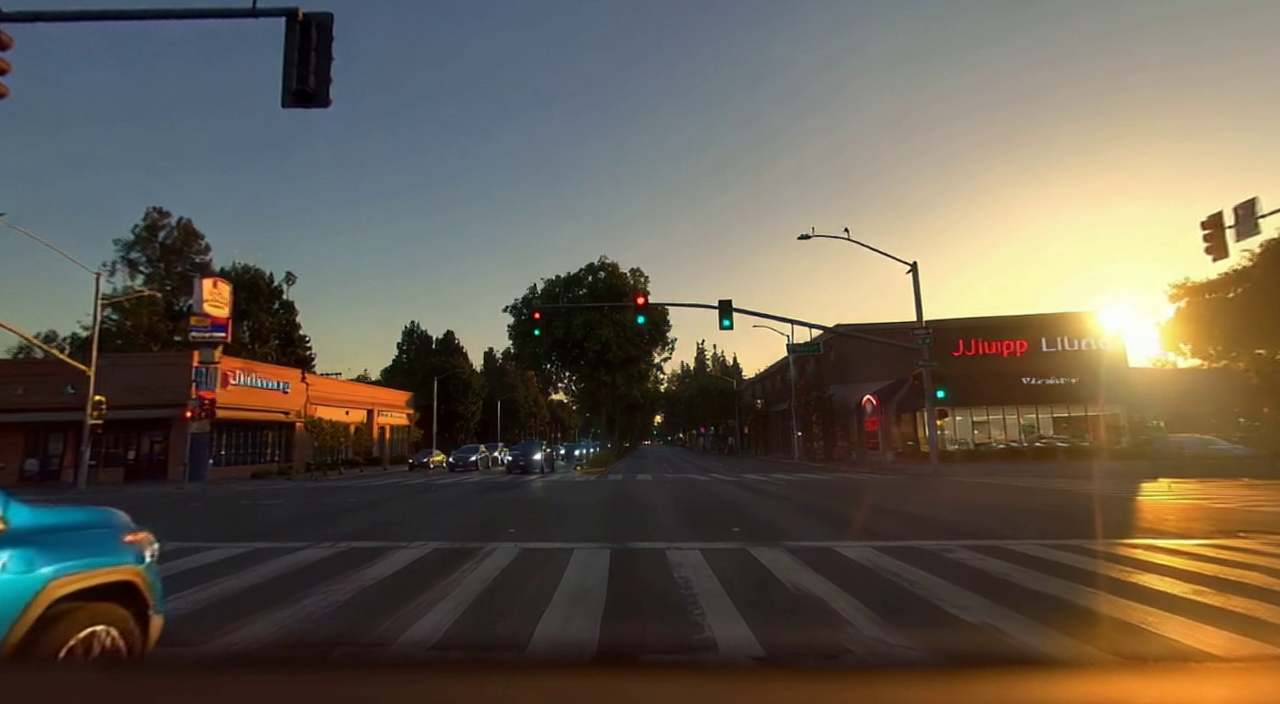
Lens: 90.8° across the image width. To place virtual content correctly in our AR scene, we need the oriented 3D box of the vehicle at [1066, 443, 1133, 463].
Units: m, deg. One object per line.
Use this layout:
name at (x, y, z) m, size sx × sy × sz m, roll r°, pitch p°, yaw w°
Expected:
vehicle at (34.551, 7.600, 47.585) m, size 3.740 × 1.433 × 1.646 m, roll 0°, pitch -8°, yaw -1°

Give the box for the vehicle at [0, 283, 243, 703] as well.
vehicle at (-3.348, 0.530, 0.955) m, size 2.313 × 1.883 × 5.016 m, roll 0°, pitch -9°, yaw -2°

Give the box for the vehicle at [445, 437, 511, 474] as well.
vehicle at (-8.413, 5.395, 33.254) m, size 2.273 × 1.791 × 4.809 m, roll 0°, pitch -8°, yaw -1°

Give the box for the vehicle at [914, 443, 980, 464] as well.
vehicle at (23.907, 7.909, 49.298) m, size 4.135 × 1.417 × 1.851 m, roll -2°, pitch -9°, yaw 2°

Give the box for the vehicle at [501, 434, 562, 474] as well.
vehicle at (-5.233, 5.025, 31.245) m, size 2.384 × 1.787 × 5.038 m, roll 0°, pitch -8°, yaw -3°

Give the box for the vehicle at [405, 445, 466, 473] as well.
vehicle at (-11.319, 5.925, 35.232) m, size 2.003 × 1.476 × 4.082 m, roll 0°, pitch -8°, yaw 1°
